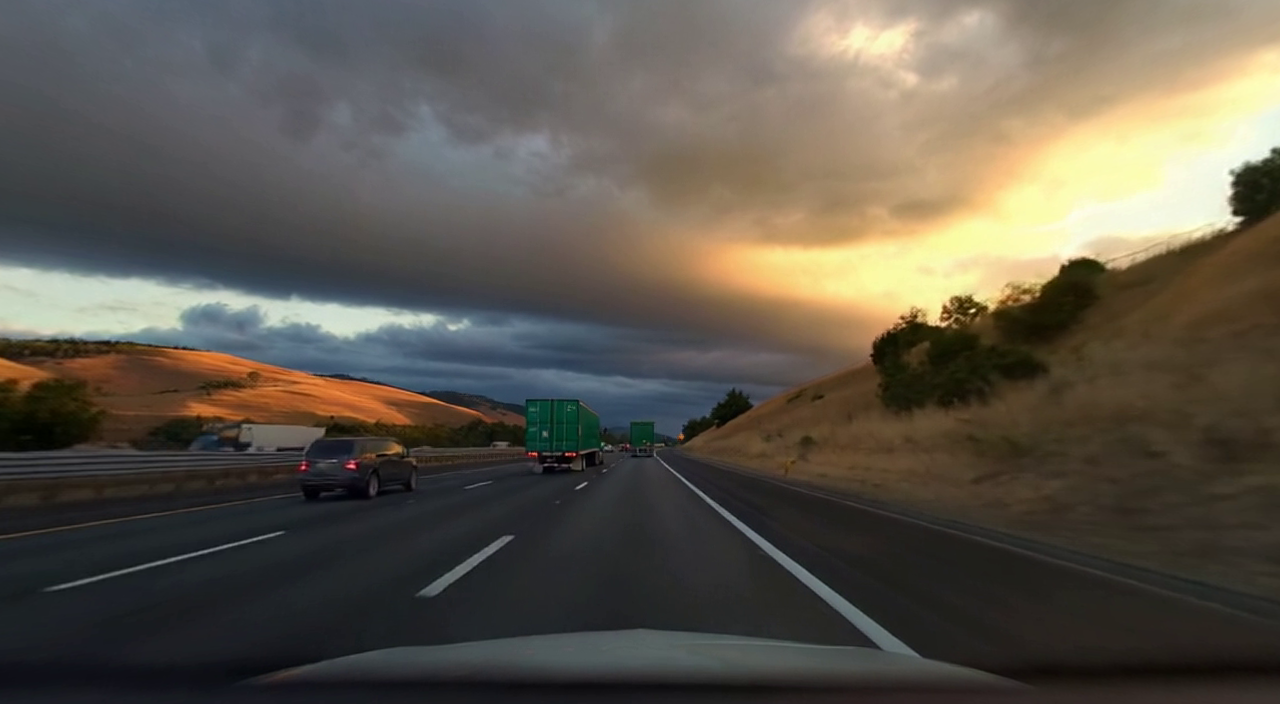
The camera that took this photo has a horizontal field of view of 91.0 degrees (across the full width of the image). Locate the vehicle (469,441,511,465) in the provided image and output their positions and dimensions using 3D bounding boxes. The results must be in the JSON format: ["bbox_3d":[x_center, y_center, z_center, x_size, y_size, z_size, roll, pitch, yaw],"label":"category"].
[{"bbox_3d":[-10.789,7.284,45.500,1.964,1.652,4.071,0,-9,1],"label":"vehicle"}]

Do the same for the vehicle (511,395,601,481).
[{"bbox_3d":[-3.577,4.166,29.971,2.789,3.271,10.894,1,-9,0],"label":"vehicle"}]

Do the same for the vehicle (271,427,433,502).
[{"bbox_3d":[-7.528,3.004,17.161,2.125,1.725,4.715,0,-9,0],"label":"vehicle"}]
